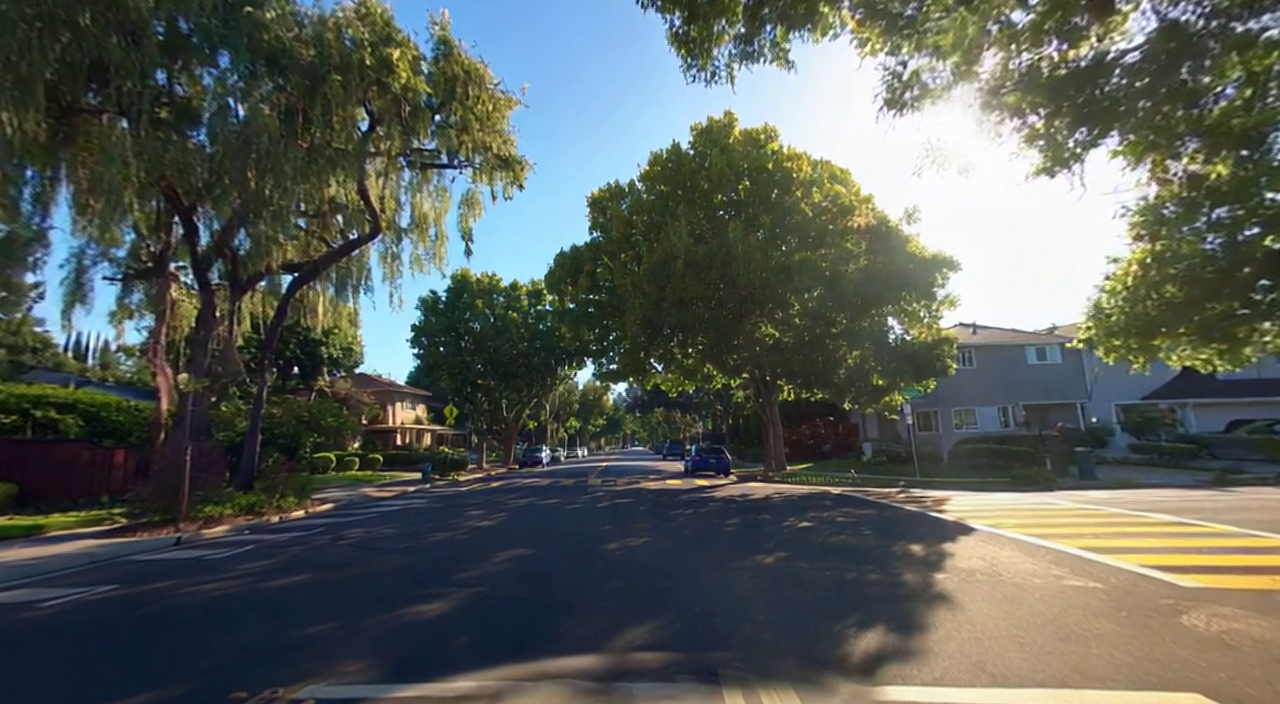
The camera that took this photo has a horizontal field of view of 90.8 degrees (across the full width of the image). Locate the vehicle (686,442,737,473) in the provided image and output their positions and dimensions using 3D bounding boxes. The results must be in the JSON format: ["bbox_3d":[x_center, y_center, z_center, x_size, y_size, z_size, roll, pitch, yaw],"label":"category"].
[{"bbox_3d":[3.605,5.413,32.694,1.961,1.472,4.434,0,-9,-2],"label":"vehicle"}]
